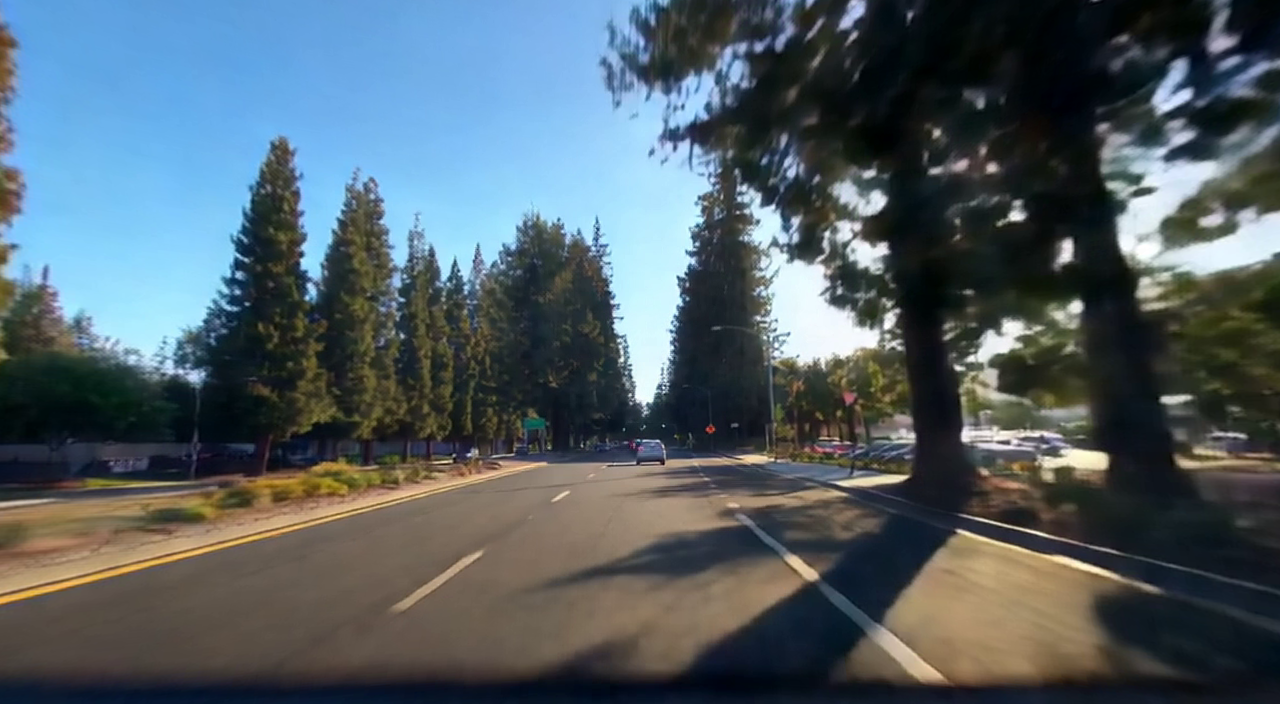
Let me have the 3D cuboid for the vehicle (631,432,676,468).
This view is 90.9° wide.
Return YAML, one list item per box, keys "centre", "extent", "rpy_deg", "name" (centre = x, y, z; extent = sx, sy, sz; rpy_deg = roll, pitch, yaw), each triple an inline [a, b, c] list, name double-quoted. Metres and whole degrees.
- centre: [0.667, 4.977, 31.965]
  extent: [2.135, 1.691, 3.884]
  rpy_deg: [0, -9, 1]
  name: "vehicle"

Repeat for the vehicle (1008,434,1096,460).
- centre: [28.765, 6.669, 44.131]
  extent: [4.688, 1.748, 2.099]
  rpy_deg: [0, -9, -2]
  name: "vehicle"

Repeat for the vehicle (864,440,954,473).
- centre: [15.903, 6.148, 37.357]
  extent: [4.413, 1.471, 1.823]
  rpy_deg: [-5, -7, 0]
  name: "vehicle"

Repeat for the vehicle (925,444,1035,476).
- centre: [15.522, 4.938, 28.911]
  extent: [3.913, 1.384, 1.893]
  rpy_deg: [0, -9, 1]
  name: "vehicle"

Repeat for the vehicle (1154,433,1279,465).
- centre: [28.803, 4.831, 31.411]
  extent: [4.576, 1.490, 1.896]
  rpy_deg: [0, -9, 1]
  name: "vehicle"
